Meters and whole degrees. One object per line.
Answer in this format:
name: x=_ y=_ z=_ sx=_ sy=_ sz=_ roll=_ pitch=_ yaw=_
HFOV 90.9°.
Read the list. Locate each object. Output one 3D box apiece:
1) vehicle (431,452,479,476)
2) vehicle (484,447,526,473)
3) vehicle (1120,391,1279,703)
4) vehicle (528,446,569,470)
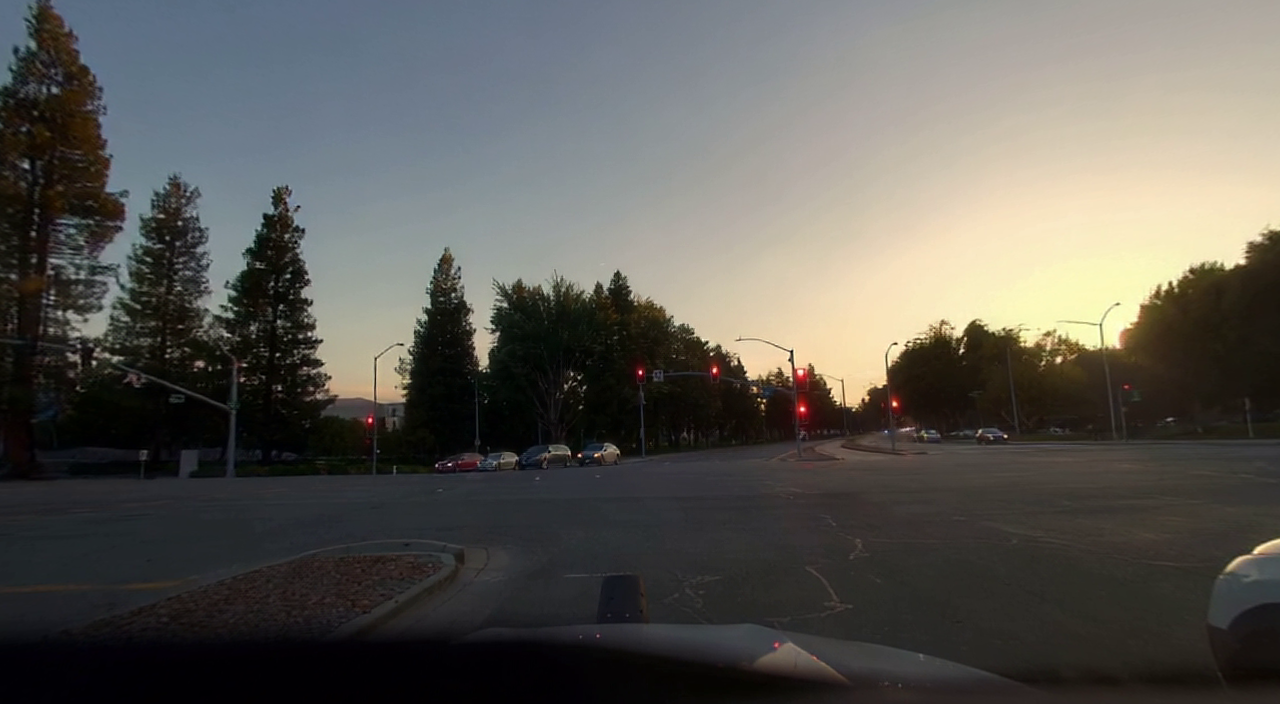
vehicle: x=-13.388 y=8.119 z=45.992 sx=2.101 sy=1.637 sz=4.304 roll=0 pitch=-9 yaw=1
vehicle: x=-9.766 y=7.838 z=45.937 sx=2.064 sy=1.725 sz=4.243 roll=0 pitch=-9 yaw=1
vehicle: x=3.060 y=0.618 z=0.416 sx=1.978 sy=1.468 sz=4.544 roll=0 pitch=-9 yaw=1
vehicle: x=-6.535 y=7.611 z=45.504 sx=2.126 sy=1.657 sz=4.307 roll=-1 pitch=-9 yaw=3
